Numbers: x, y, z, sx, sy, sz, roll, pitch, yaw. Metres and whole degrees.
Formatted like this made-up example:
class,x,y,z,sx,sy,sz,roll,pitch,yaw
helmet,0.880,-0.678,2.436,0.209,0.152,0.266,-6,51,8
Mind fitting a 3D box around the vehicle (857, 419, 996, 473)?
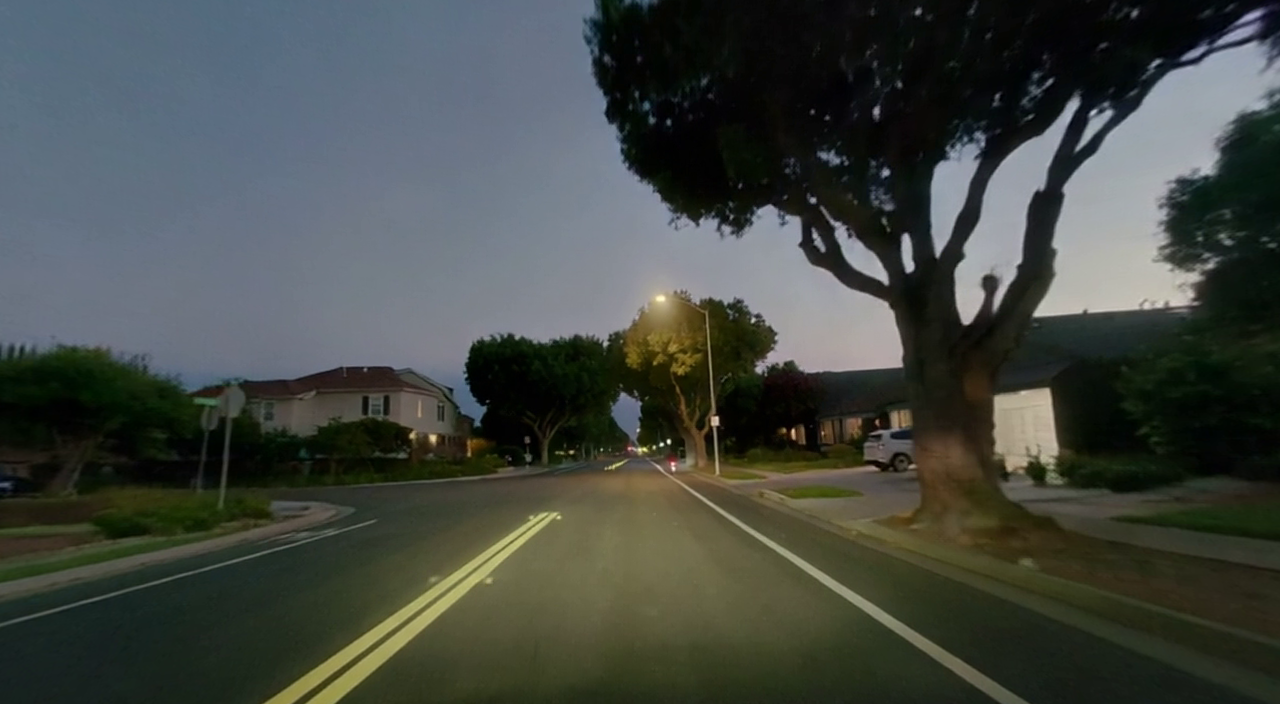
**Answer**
class,x,y,z,sx,sy,sz,roll,pitch,yaw
vehicle,10.327,3.425,23.063,4.146,1.866,1.897,-1,-9,5
